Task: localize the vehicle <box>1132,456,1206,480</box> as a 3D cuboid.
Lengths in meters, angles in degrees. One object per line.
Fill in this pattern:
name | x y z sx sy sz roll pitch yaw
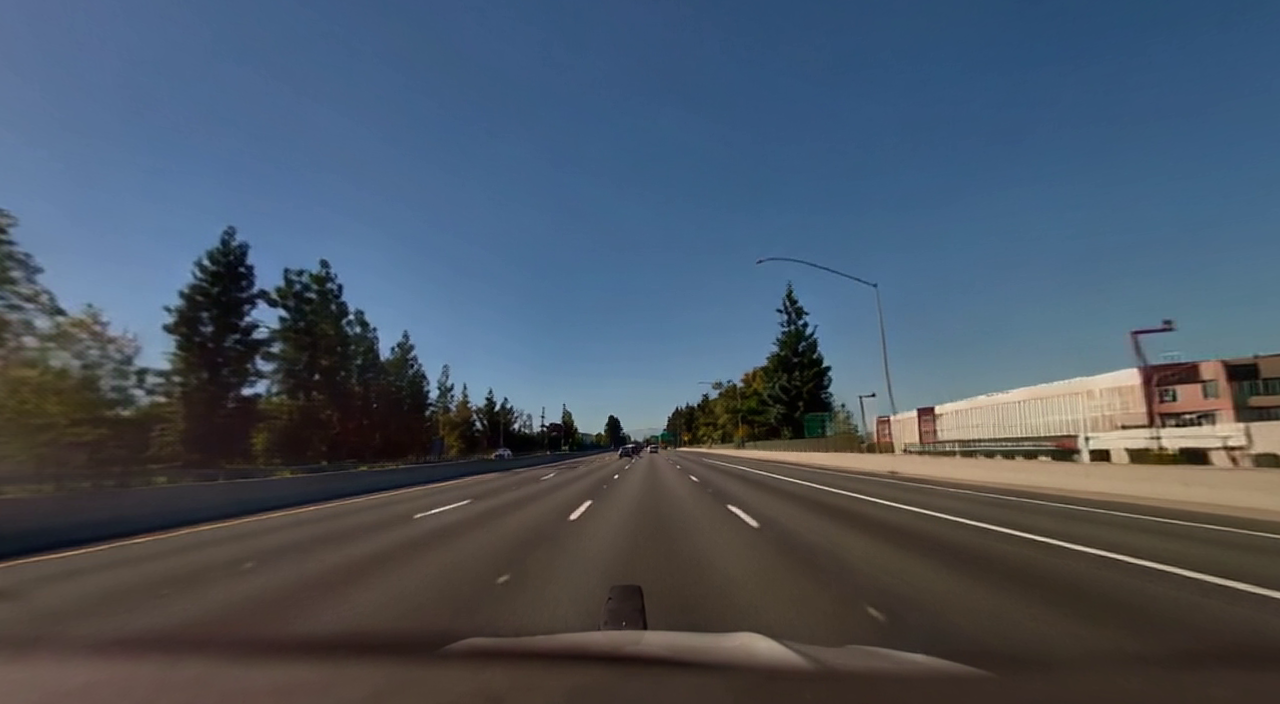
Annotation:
vehicle | 39.674 8.666 47.340 3.862 1.573 1.823 -2 -9 -3
